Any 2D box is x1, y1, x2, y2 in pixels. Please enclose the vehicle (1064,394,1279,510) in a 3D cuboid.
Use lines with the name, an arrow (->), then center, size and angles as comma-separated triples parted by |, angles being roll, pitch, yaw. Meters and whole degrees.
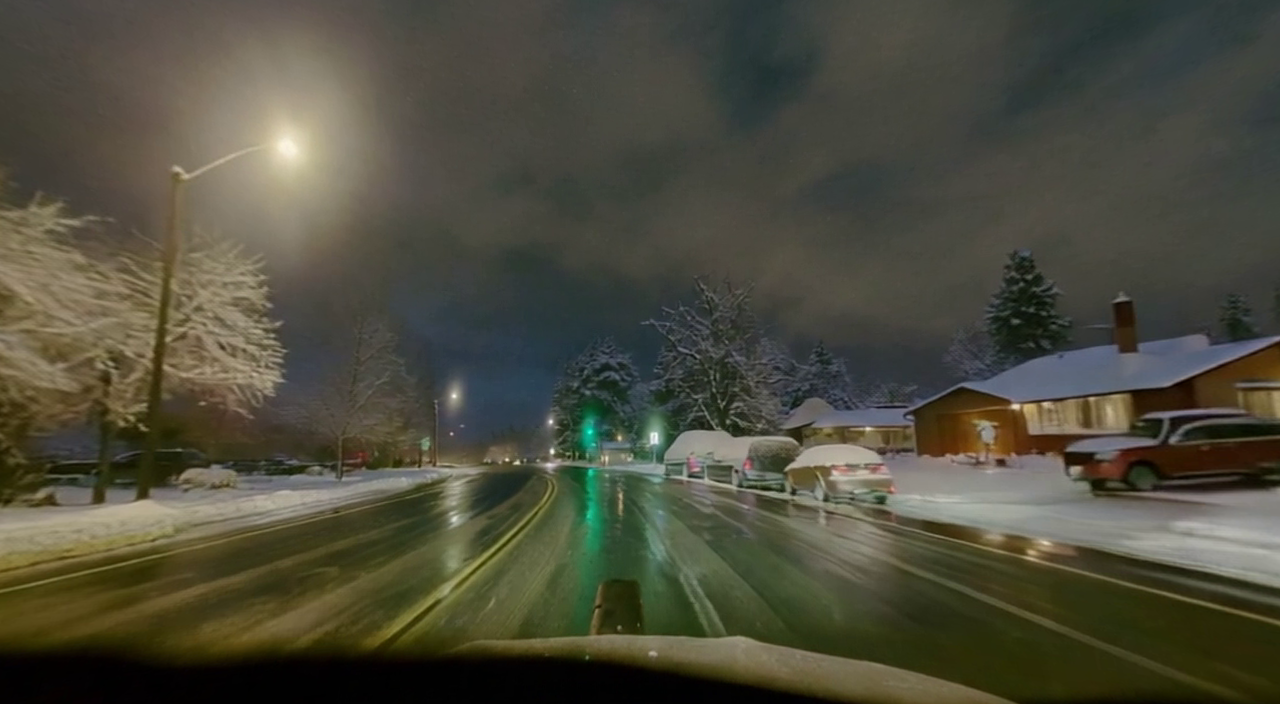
vehicle -> 14.420, 2.347, 14.793 | 6.635, 2.414, 2.896 | -2, -11, 6

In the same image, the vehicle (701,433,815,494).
vehicle -> 4.449, 4.381, 25.407 | 2.670, 2.085, 6.775 | 1, -9, -5

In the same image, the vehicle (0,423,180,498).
vehicle -> -19.574, 3.667, 21.490 | 5.680, 2.354, 2.326 | 1, -10, -12

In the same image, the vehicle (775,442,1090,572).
vehicle -> 4.591, 2.467, 11.163 | 2.713, 1.671, 4.939 | 1, -8, -8
